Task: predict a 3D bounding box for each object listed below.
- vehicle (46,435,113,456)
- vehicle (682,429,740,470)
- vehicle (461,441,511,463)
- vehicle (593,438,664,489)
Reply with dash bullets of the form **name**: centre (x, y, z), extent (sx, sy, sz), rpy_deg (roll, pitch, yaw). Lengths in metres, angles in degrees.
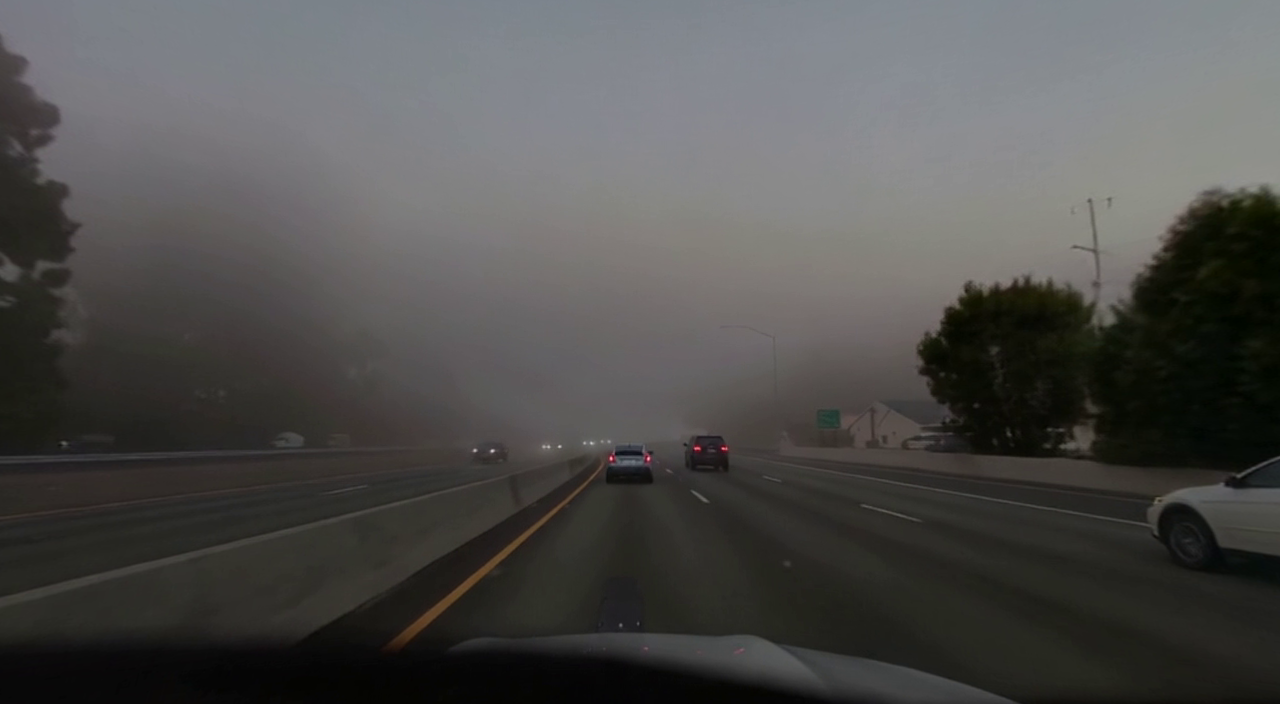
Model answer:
- **vehicle**: centre (-39.903, 6.656, 45.023), extent (3.229, 1.360, 1.533), rpy_deg (-1, -8, -1)
- **vehicle**: centre (3.363, 4.765, 30.884), extent (2.186, 1.842, 4.553), rpy_deg (0, -8, -1)
- **vehicle**: centre (-11.179, 7.298, 46.283), extent (2.393, 1.522, 4.808), rpy_deg (0, -8, 0)
- **vehicle**: centre (-0.316, 3.496, 20.162), extent (2.040, 1.451, 3.736), rpy_deg (0, -8, 0)
